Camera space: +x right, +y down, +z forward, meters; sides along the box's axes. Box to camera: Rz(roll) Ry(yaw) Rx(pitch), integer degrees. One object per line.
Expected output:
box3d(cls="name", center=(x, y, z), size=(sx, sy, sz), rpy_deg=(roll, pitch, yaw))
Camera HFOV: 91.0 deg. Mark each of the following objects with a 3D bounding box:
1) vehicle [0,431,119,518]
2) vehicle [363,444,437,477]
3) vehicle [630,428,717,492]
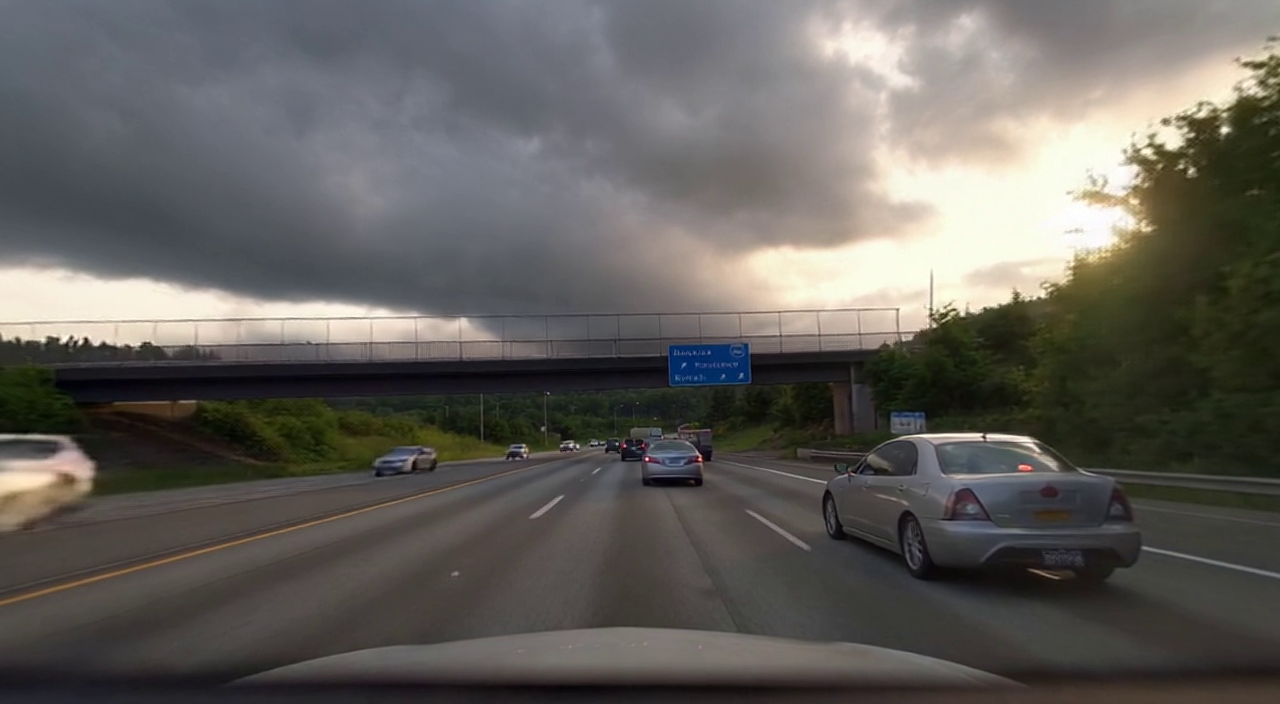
box3d(cls="vehicle", center=(-14.999, 2.663, 13.668), size=(2.454, 1.868, 5.753), rpy_deg=(-1, -8, 0))
box3d(cls="vehicle", center=(-11.709, 5.289, 31.033), size=(1.925, 1.458, 4.438), rpy_deg=(0, -8, 0))
box3d(cls="vehicle", center=(0.842, 3.105, 18.511), size=(2.092, 1.636, 4.024), rpy_deg=(0, -8, -4))
